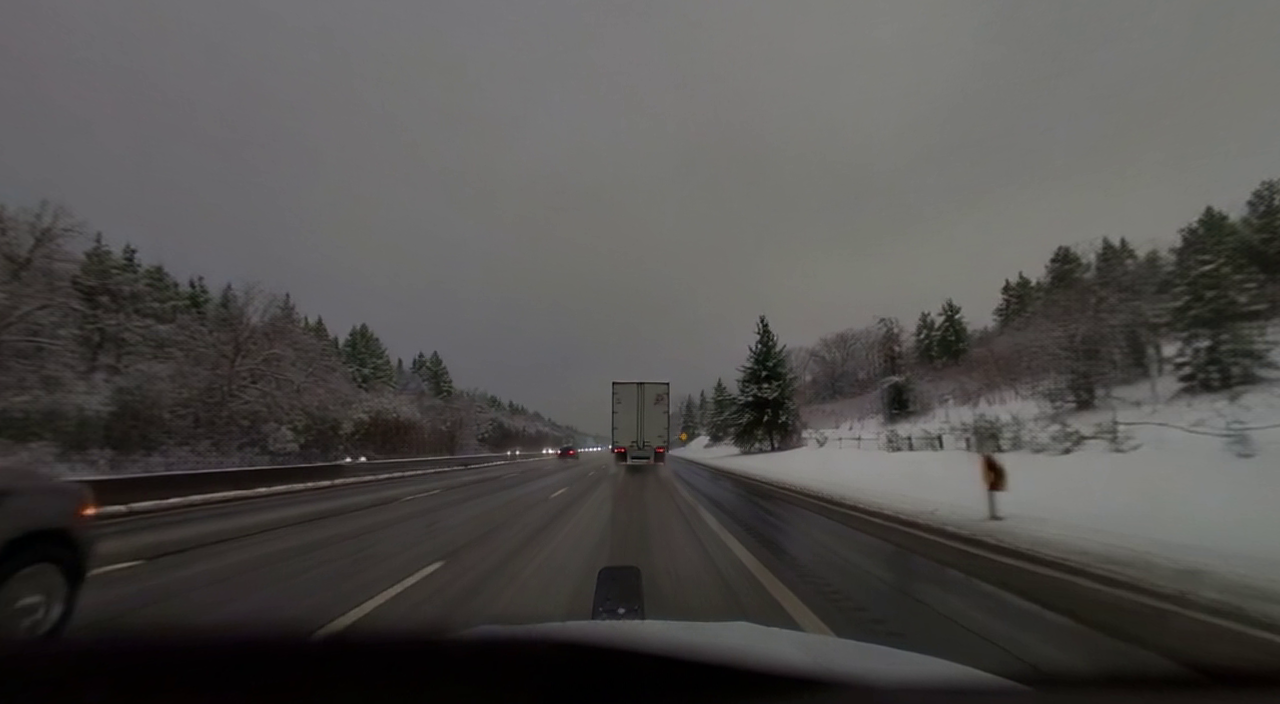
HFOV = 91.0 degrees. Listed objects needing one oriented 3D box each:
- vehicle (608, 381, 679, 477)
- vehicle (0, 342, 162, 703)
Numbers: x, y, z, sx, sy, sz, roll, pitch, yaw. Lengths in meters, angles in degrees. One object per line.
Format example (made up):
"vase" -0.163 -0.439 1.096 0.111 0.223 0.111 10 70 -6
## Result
"vehicle" 0.042 4.171 32.985 3.052 4.132 11.336 0 -9 -1
"vehicle" -4.290 0.650 1.558 2.285 1.833 4.984 0 -9 0
